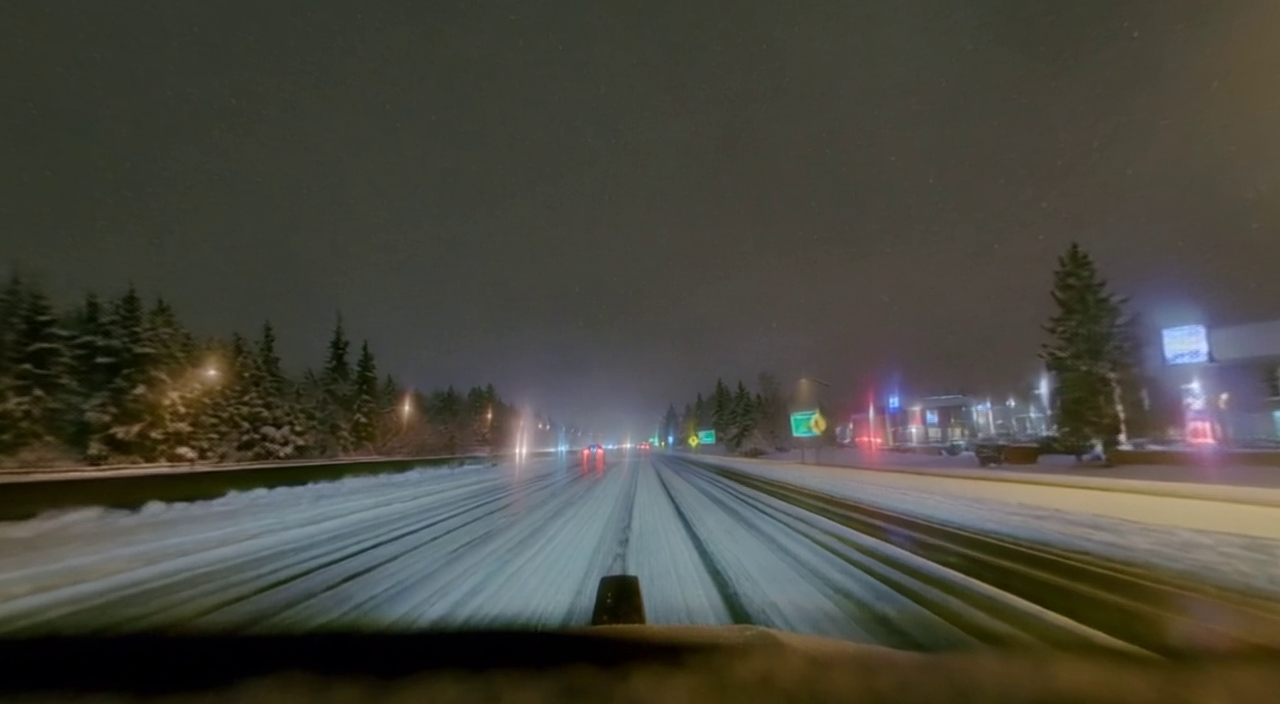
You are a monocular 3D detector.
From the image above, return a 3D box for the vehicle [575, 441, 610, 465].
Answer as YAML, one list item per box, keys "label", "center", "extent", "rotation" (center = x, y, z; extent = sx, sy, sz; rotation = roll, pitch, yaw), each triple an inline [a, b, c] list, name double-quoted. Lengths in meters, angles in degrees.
- label: "vehicle"
  center: [-3.256, 7.050, 43.938]
  extent: [2.015, 1.557, 4.229]
  rotation: [-1, -9, 1]
